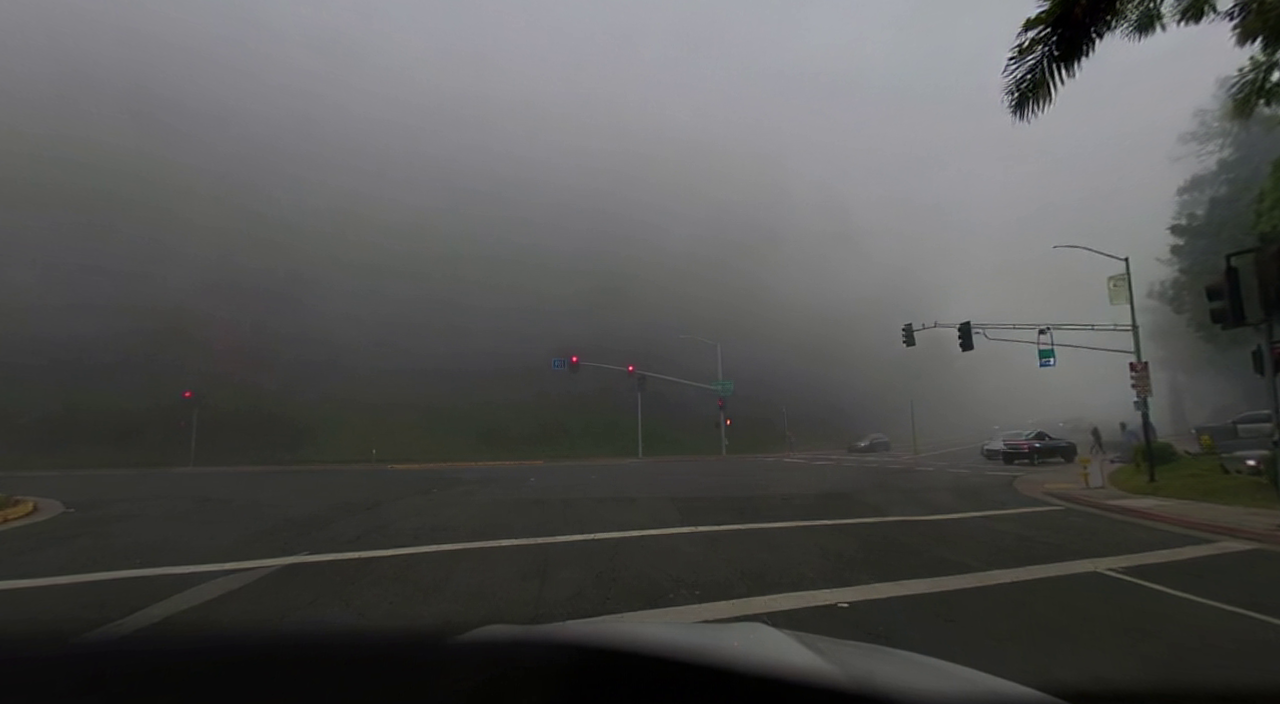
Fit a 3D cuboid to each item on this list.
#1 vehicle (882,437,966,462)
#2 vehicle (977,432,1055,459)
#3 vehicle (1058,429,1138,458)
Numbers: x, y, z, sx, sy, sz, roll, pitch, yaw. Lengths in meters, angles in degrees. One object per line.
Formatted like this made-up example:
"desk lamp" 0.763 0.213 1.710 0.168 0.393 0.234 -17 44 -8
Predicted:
"vehicle" 18.710 6.428 41.614 5.234 1.549 1.982 4 -9 -24
"vehicle" 26.956 6.730 45.253 5.032 1.828 2.183 4 -9 -24
"vehicle" 36.109 7.212 49.739 6.148 2.119 2.473 4 -10 -28
